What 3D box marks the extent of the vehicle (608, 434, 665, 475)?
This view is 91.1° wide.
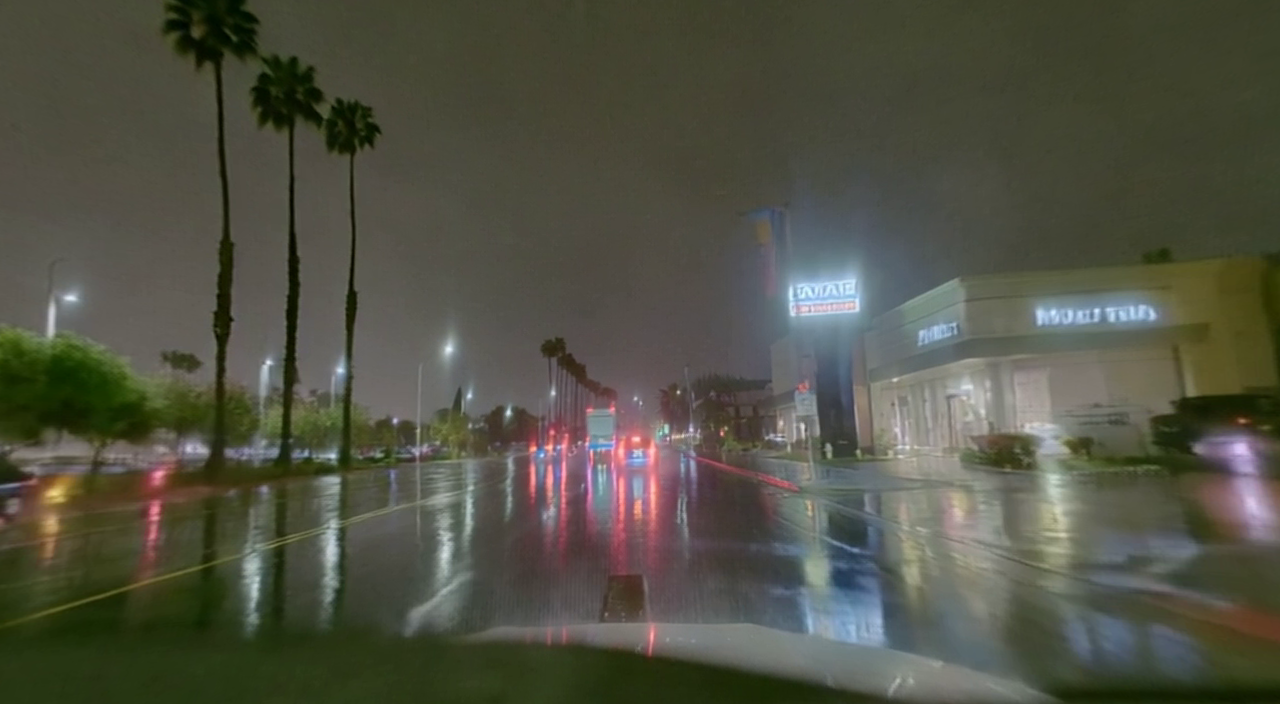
[{"bbox_3d":[-0.110,4.178,25.722,2.144,1.514,4.063,0,-9,1],"label":"vehicle"}]

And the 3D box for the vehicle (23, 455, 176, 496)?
[{"bbox_3d":[-21.939,4.998,25.760,4.320,1.496,2.046,5,-10,-29],"label":"vehicle"}]

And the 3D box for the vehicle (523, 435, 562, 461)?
[{"bbox_3d":[-7.113,7.066,46.248,2.014,1.830,4.281,0,-9,2],"label":"vehicle"}]
